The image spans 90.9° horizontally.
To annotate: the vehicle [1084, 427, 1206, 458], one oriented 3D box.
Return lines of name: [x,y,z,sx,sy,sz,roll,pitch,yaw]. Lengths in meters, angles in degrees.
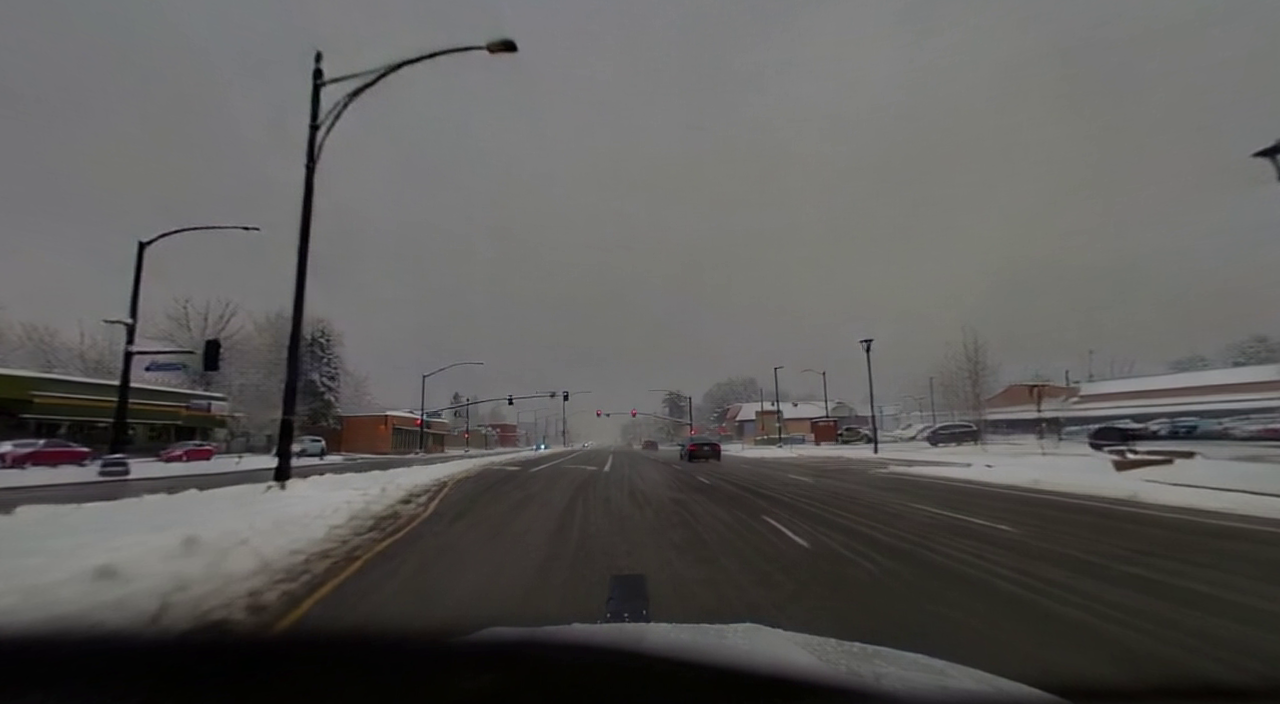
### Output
vehicle: [26.181,4.704,32.754,4.726,1.515,1.914,0,-8,-2]

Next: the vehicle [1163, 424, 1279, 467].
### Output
vehicle: [25.911,4.060,27.567,4.544,1.474,1.772,-3,-7,-5]

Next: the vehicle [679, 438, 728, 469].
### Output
vehicle: [3.314,5.408,33.831,2.038,1.528,4.259,0,-8,-2]

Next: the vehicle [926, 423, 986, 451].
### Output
vehicle: [24.692,6.687,49.544,2.340,2.048,6.148,-1,-8,8]

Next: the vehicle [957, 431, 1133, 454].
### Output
vehicle: [25.562,5.861,40.838,2.870,1.165,10.713,-1,-8,-12]
